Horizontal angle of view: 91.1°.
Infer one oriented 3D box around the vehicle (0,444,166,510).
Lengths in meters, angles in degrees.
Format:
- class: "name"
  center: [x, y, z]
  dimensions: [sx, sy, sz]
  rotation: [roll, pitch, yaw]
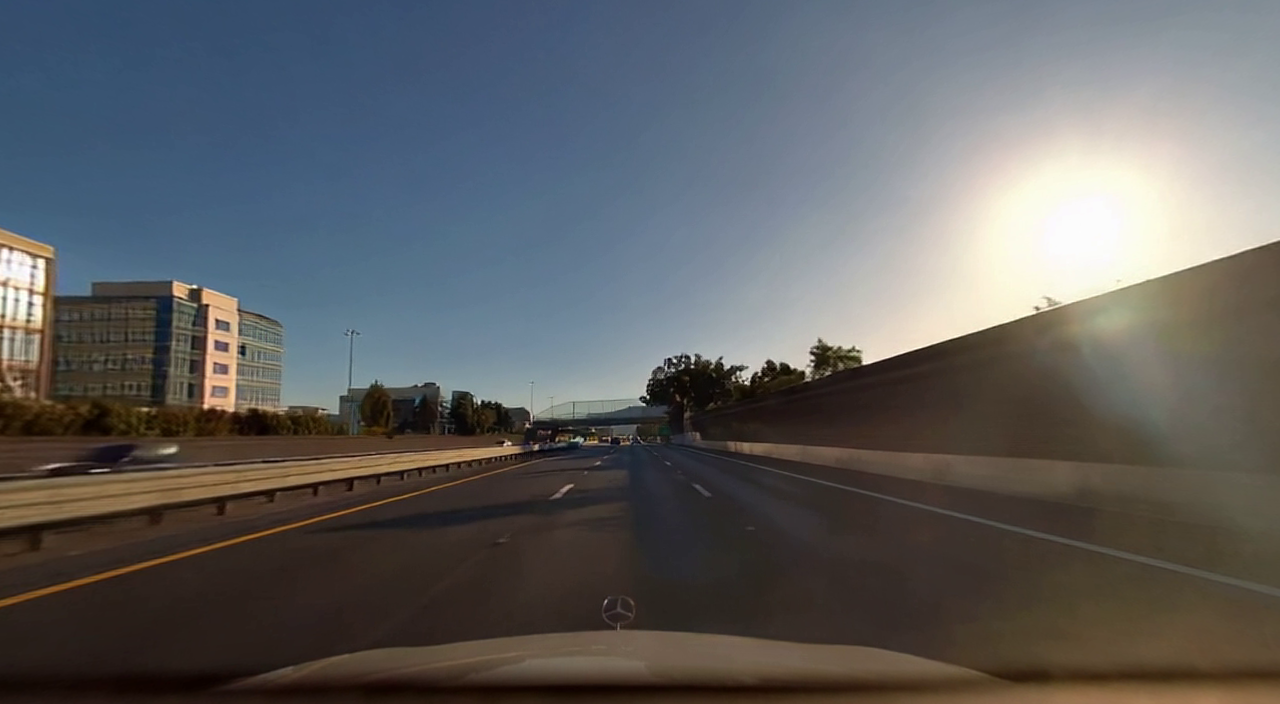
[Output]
- class: "vehicle"
  center: [-16.114, 3.406, 17.724]
  dimensions: [1.944, 1.556, 4.504]
  rotation: [0, -8, 0]
